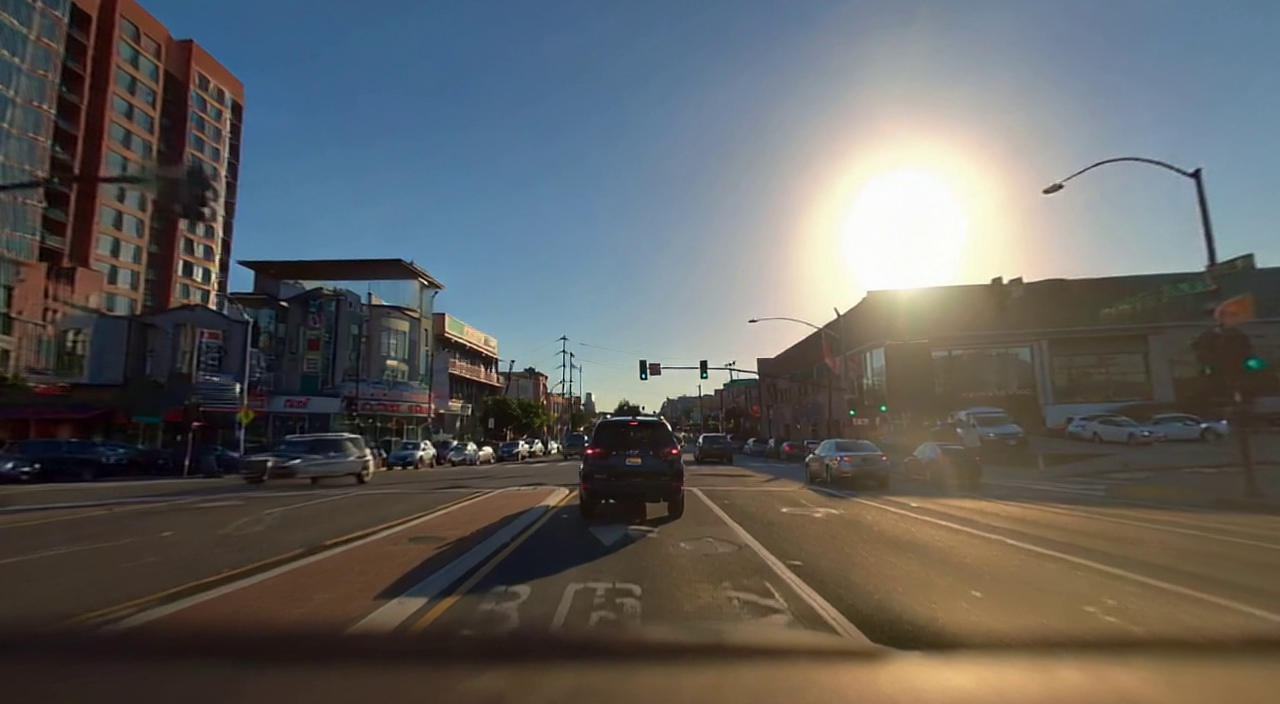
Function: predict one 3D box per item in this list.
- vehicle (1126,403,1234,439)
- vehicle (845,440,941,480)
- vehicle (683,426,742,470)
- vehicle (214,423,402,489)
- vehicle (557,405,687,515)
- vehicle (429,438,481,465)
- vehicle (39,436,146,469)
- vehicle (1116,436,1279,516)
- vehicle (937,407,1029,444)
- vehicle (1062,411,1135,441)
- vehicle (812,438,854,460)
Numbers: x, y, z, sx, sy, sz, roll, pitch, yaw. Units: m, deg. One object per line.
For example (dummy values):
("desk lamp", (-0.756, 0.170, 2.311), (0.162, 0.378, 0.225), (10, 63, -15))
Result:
("vehicle", (29.389, 3.711, 34.523), (1.913, 1.651, 4.727), (3, -3, 2))
("vehicle", (9.858, 4.223, 24.998), (1.863, 1.426, 4.494), (0, -8, -1))
("vehicle", (3.412, 4.664, 30.720), (2.115, 1.932, 5.189), (0, -8, -1))
("vehicle", (-10.581, 3.309, 20.334), (4.827, 1.856, 2.291), (7, -11, -42))
("vehicle", (-0.356, 2.292, 13.779), (2.242, 1.812, 4.993), (-3, -8, -1))
("vehicle", (-12.523, 6.746, 43.000), (1.993, 1.708, 5.219), (0, -8, 0))
("vehicle", (-31.709, 5.917, 36.815), (2.060, 1.732, 5.462), (1, -11, -9))
("vehicle", (13.753, 2.784, 14.650), (1.734, 1.527, 4.531), (-3, -8, -1))
("vehicle", (18.640, 4.120, 34.605), (2.123, 1.884, 5.170), (0, -8, 1))
("vehicle", (24.506, 3.942, 33.824), (1.422, 1.496, 3.318), (1, -6, 1))
("vehicle", (14.351, 7.239, 47.137), (1.746, 1.446, 4.475), (-3, -8, 0))
